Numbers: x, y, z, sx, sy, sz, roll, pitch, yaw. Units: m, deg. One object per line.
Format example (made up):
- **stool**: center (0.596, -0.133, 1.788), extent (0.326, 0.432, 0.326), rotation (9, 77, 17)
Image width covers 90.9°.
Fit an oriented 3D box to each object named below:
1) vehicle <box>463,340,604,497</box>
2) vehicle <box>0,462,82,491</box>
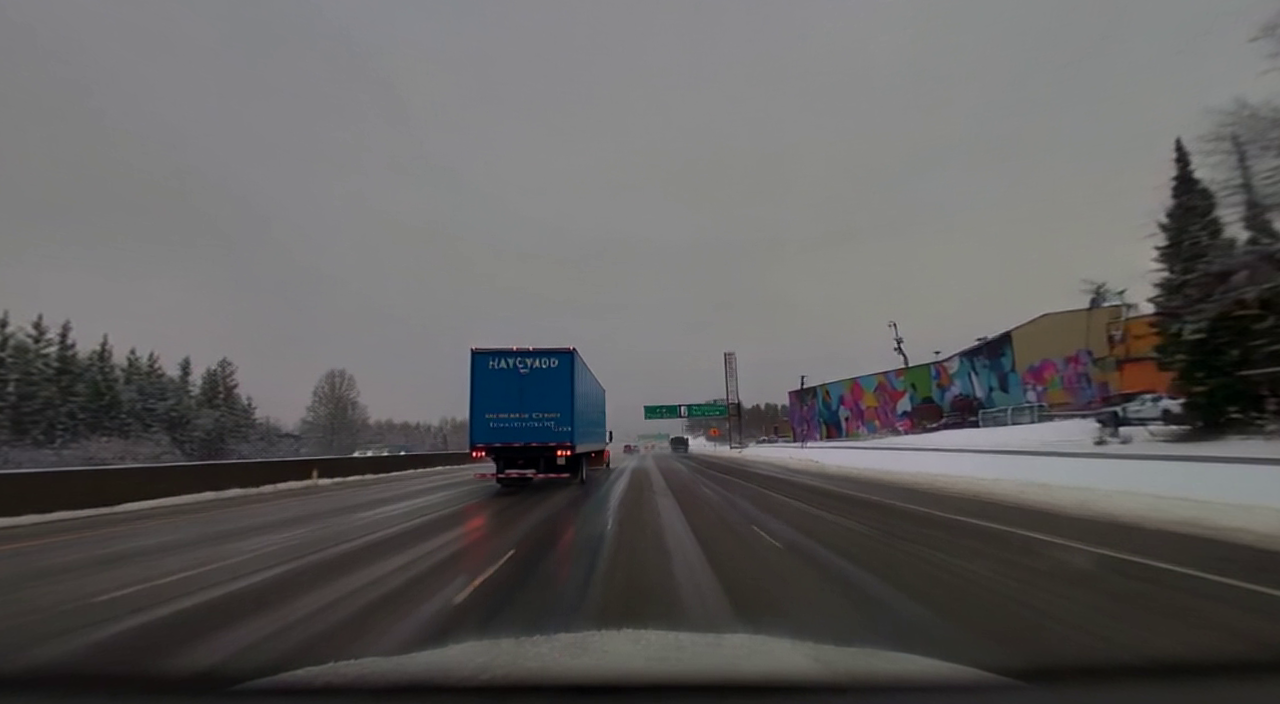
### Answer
- **vehicle**: center (-3.030, 2.279, 20.912), extent (2.977, 4.048, 8.890), rotation (-1, -7, 1)
- **vehicle**: center (-35.919, 7.341, 37.432), extent (1.687, 1.430, 4.239), rotation (0, -8, 1)
